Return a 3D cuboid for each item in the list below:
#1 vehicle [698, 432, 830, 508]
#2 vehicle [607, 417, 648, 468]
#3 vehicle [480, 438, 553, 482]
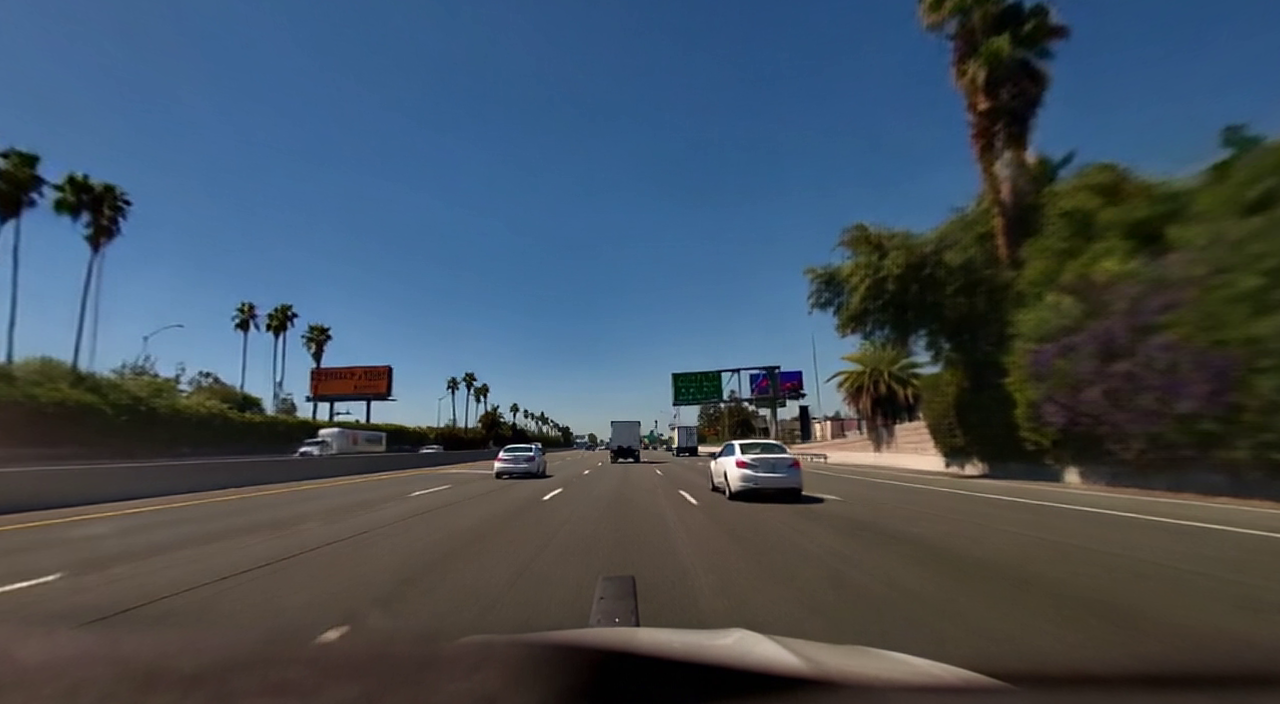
[{"bbox_3d":[2.872,2.872,15.866,2.175,1.598,4.584,0,-9,-3],"label":"vehicle"},{"bbox_3d":[-0.857,5.828,40.576,2.364,2.953,6.495,0,-8,-2],"label":"vehicle"},{"bbox_3d":[-4.855,4.304,25.540,2.021,1.598,4.887,0,-8,-1],"label":"vehicle"}]
